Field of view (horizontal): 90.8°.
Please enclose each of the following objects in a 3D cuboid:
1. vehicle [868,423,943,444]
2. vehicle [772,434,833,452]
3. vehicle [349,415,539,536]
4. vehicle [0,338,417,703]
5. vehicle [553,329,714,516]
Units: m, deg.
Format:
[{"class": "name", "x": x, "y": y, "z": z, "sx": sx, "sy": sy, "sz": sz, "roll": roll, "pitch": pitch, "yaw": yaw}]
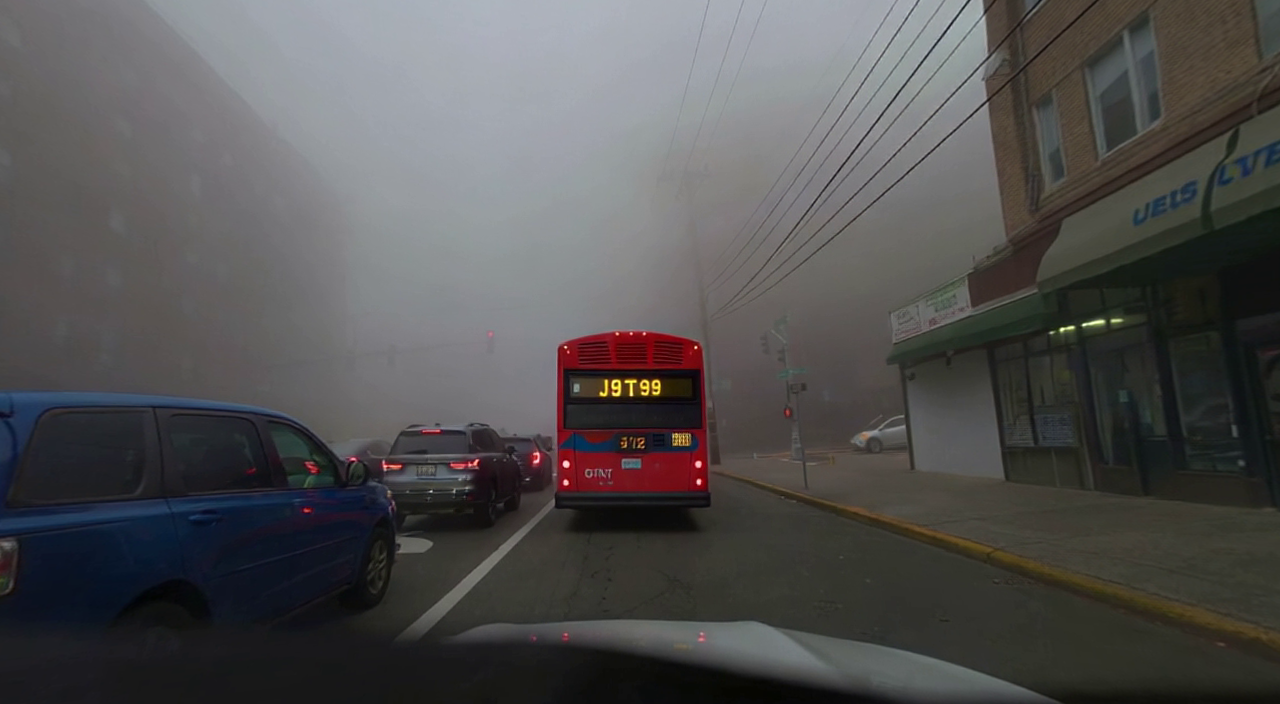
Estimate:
[{"class": "vehicle", "x": 19.812, "y": 6.116, "z": 47.201, "sx": 4.827, "sy": 1.555, "sz": 1.863, "roll": 1, "pitch": -9, "yaw": -6}, {"class": "vehicle", "x": 11.949, "y": 6.737, "z": 46.650, "sx": 3.949, "sy": 1.337, "sz": 1.738, "roll": 0, "pitch": -9, "yaw": -3}, {"class": "vehicle", "x": -3.354, "y": 2.224, "z": 11.998, "sx": 2.096, "sy": 1.828, "sz": 4.669, "roll": 0, "pitch": -8, "yaw": 0}, {"class": "vehicle", "x": -3.213, "y": 1.092, "z": 3.970, "sx": 2.020, "sy": 1.725, "sz": 4.384, "roll": 0, "pitch": -8, "yaw": 0}, {"class": "vehicle", "x": -0.294, "y": 2.016, "z": 16.718, "sx": 2.938, "sy": 3.468, "sz": 9.972, "roll": 0, "pitch": -9, "yaw": -2}]
